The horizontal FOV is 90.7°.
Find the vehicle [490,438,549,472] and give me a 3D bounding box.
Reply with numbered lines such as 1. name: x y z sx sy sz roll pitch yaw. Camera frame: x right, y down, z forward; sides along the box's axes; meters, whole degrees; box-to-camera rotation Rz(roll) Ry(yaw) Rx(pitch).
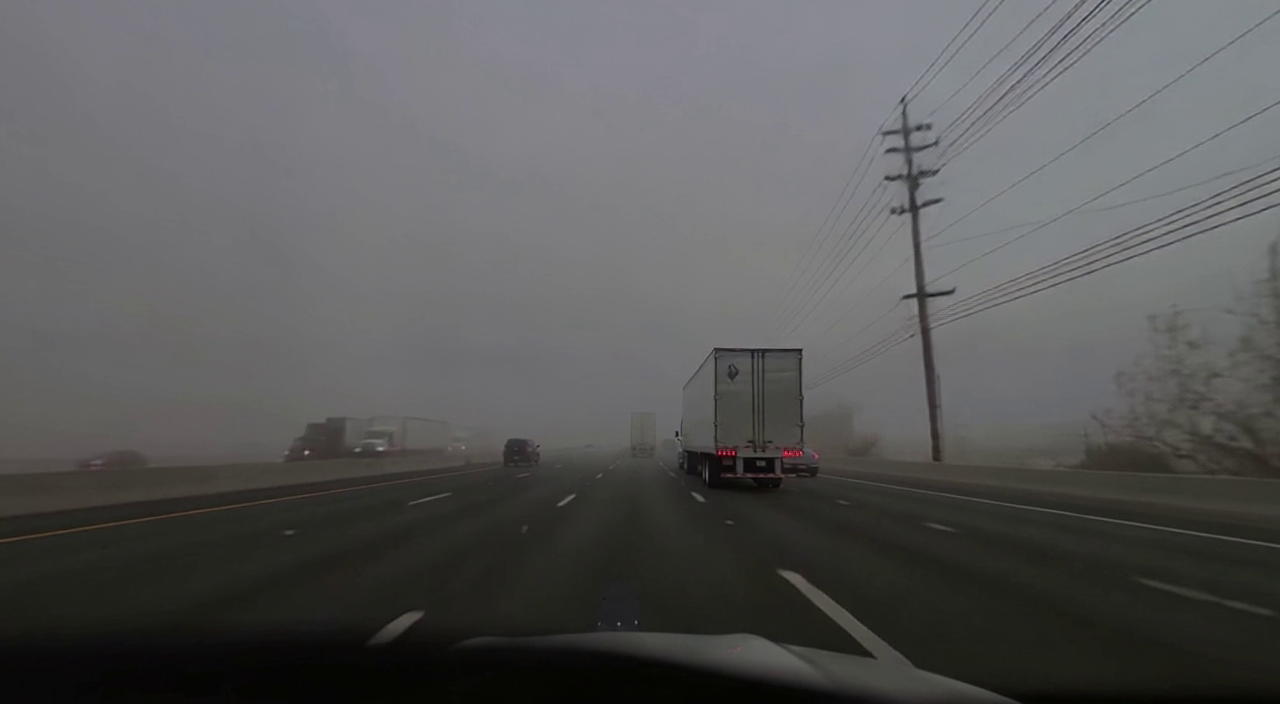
1. vehicle: -7.297 6.292 39.011 2.425 1.917 5.647 0 -9 2

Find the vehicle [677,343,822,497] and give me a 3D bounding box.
1. vehicle: 3.400 3.054 25.352 2.892 4.152 16.575 0 -9 0

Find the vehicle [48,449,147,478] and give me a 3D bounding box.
1. vehicle: -28.450 5.841 33.335 1.830 1.437 3.749 0 -9 0
